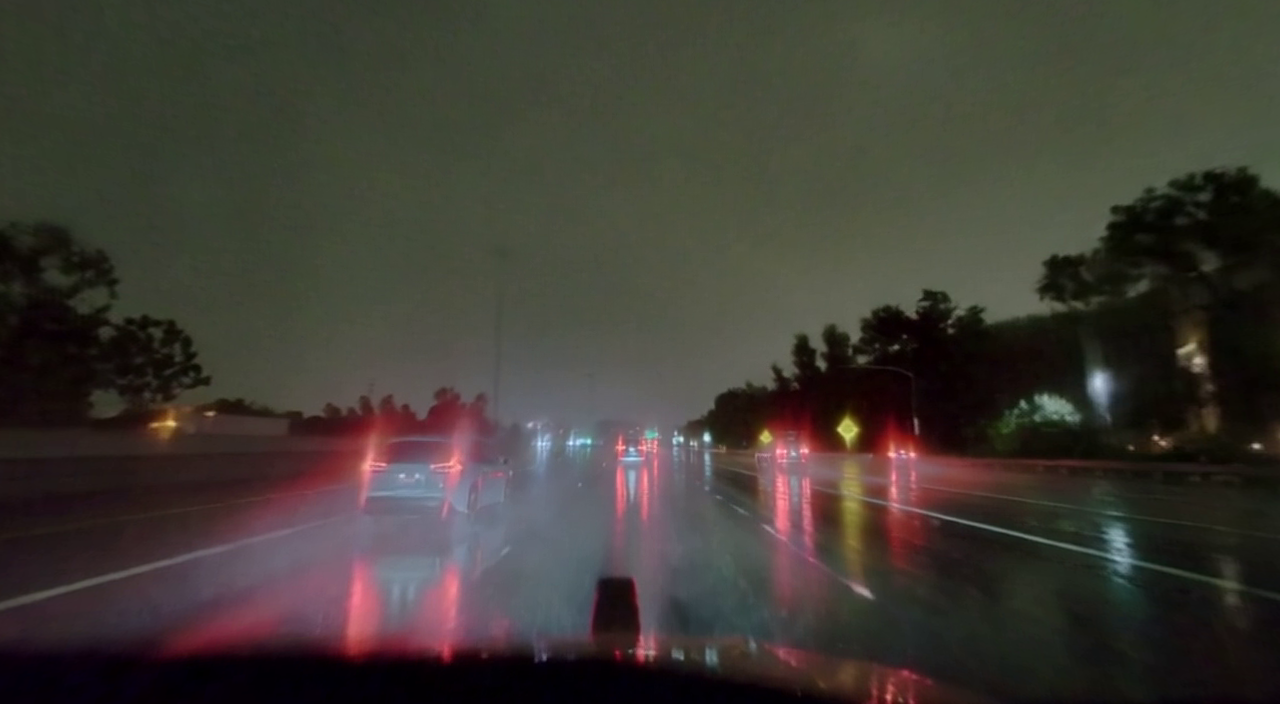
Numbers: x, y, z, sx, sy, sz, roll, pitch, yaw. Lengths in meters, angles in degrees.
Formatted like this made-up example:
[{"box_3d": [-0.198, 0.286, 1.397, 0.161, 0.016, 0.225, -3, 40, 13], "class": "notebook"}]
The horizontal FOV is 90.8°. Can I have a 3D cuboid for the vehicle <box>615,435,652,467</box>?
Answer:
[{"box_3d": [-0.430, 6.494, 41.537, 2.269, 1.924, 4.596, 0, -8, -1], "class": "vehicle"}]

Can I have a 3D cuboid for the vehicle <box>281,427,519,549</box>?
[{"box_3d": [-3.624, 2.146, 10.803, 2.140, 1.574, 4.946, 0, -8, 0], "class": "vehicle"}]
